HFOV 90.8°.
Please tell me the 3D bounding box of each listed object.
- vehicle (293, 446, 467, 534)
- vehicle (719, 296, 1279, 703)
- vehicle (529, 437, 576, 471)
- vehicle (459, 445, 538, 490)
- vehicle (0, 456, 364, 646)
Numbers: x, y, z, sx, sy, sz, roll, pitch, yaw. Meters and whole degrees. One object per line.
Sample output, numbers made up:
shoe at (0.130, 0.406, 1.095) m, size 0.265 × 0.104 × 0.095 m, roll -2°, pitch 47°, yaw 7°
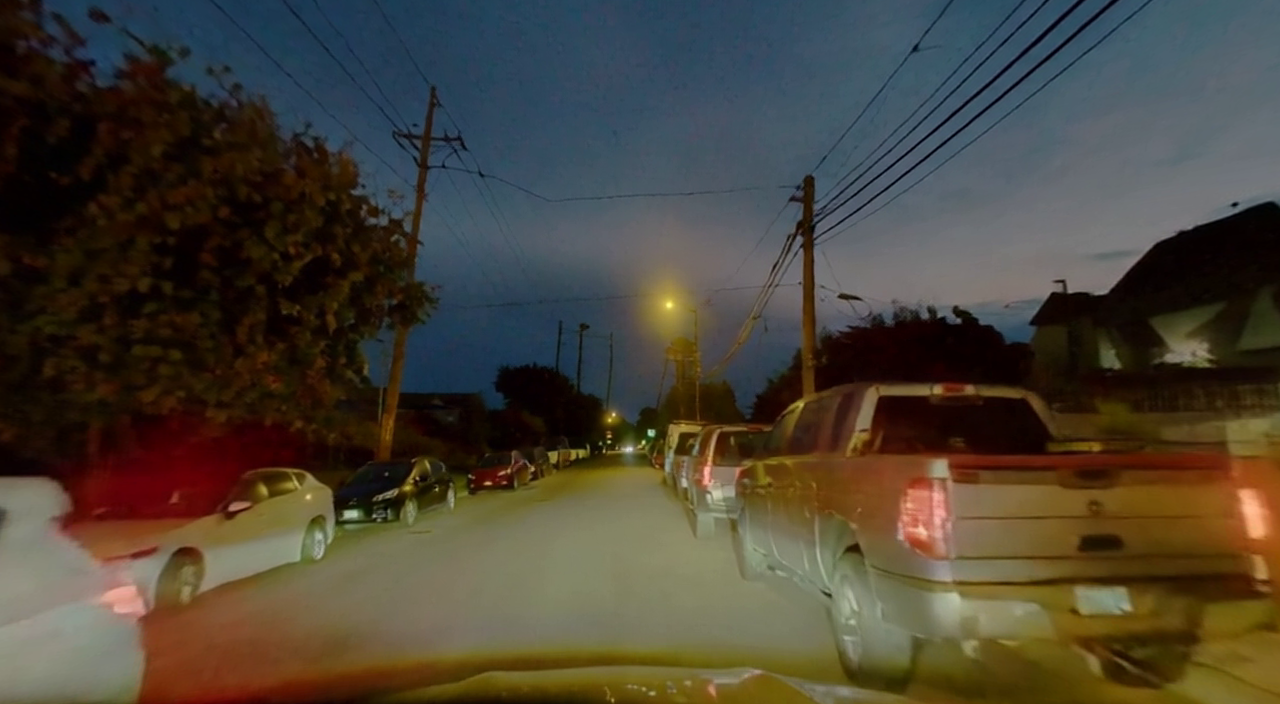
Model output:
vehicle at (-5.255, 2.800, 13.502) m, size 1.796 × 1.532 × 4.244 m, roll 0°, pitch -8°, yaw 2°
vehicle at (1.940, 1.041, 4.471) m, size 2.032 × 1.839 × 4.597 m, roll 0°, pitch -8°, yaw -2°
vehicle at (-5.373, 6.358, 39.669) m, size 2.280 × 1.953 × 5.092 m, roll 0°, pitch -8°, yaw -1°
vehicle at (-5.276, 4.346, 24.246) m, size 1.988 × 1.541 × 4.686 m, roll 0°, pitch -8°, yaw 0°
vehicle at (-5.191, 1.969, 7.305) m, size 1.932 × 1.431 × 4.198 m, roll -1°, pitch -8°, yaw 3°
